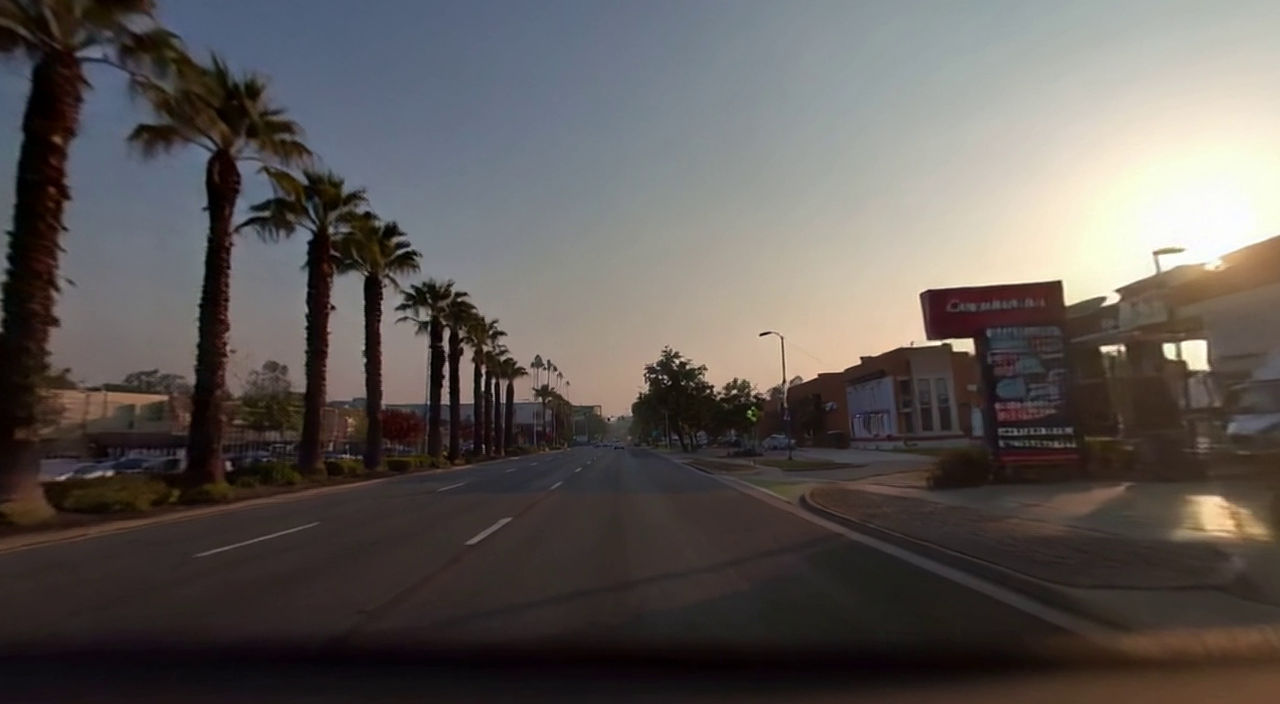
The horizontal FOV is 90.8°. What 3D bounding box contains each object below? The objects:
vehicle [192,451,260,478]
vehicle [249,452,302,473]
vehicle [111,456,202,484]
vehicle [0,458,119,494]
[{"bbox_3d":[-28.195,7.628,43.162,1.938,1.667,4.364,1,-8,-5],"label":"vehicle"},{"bbox_3d":[-28.545,8.641,49.564,1.771,1.494,4.088,0,-8,-2],"label":"vehicle"},{"bbox_3d":[-27.975,6.820,36.755,1.807,1.446,4.605,0,-8,-2],"label":"vehicle"},{"bbox_3d":[-27.474,5.808,29.908,1.861,1.474,4.719,1,-8,-4],"label":"vehicle"}]
